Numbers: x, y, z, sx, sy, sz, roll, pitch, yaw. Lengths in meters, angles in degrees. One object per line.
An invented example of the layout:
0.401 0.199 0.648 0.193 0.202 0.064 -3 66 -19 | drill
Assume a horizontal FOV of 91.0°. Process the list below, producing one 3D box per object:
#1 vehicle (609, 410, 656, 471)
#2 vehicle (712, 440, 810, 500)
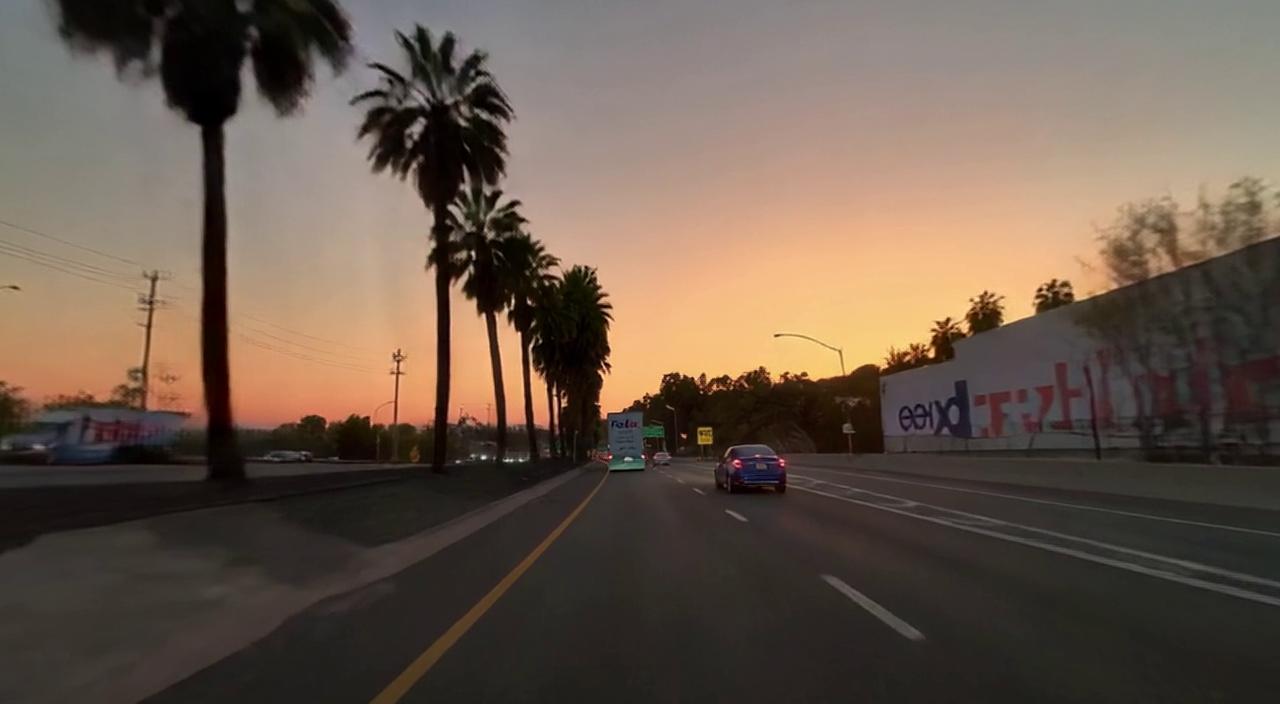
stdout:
-0.658 6.927 48.891 3.243 4.134 11.656 0 -9 -1 | vehicle
3.430 3.426 18.737 1.966 1.558 4.238 0 -9 -1 | vehicle
